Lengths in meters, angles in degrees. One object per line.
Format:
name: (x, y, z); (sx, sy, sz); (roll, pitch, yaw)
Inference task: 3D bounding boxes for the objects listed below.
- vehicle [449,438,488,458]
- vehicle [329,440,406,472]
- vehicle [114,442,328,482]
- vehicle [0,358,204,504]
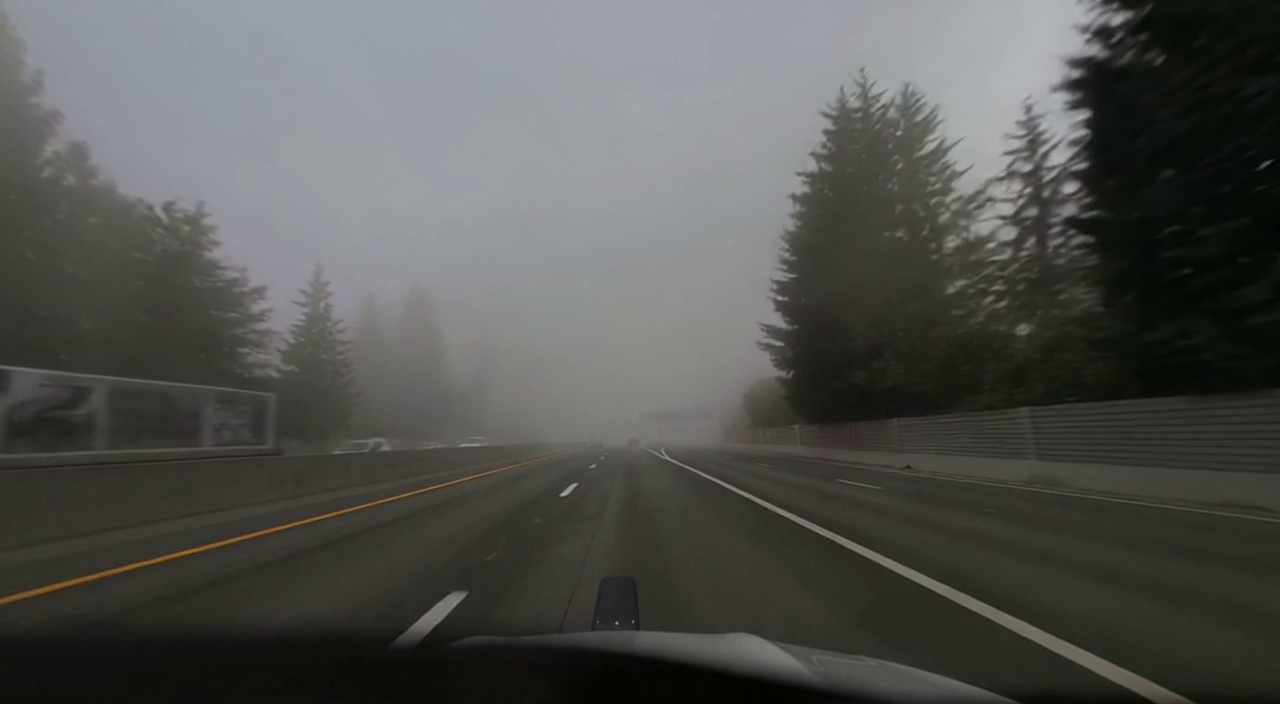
vehicle: (-13.428, 7.514, 49.466); (1.954, 1.492, 4.196); (0, -8, -1)
vehicle: (-13.327, 5.098, 31.123); (1.907, 1.415, 4.576); (0, -8, -2)
vehicle: (-17.453, 4.648, 27.575); (2.796, 1.314, 10.381); (0, -8, -3)
vehicle: (-17.134, 2.122, 16.824); (2.975, 3.541, 11.755); (0, -8, -2)
